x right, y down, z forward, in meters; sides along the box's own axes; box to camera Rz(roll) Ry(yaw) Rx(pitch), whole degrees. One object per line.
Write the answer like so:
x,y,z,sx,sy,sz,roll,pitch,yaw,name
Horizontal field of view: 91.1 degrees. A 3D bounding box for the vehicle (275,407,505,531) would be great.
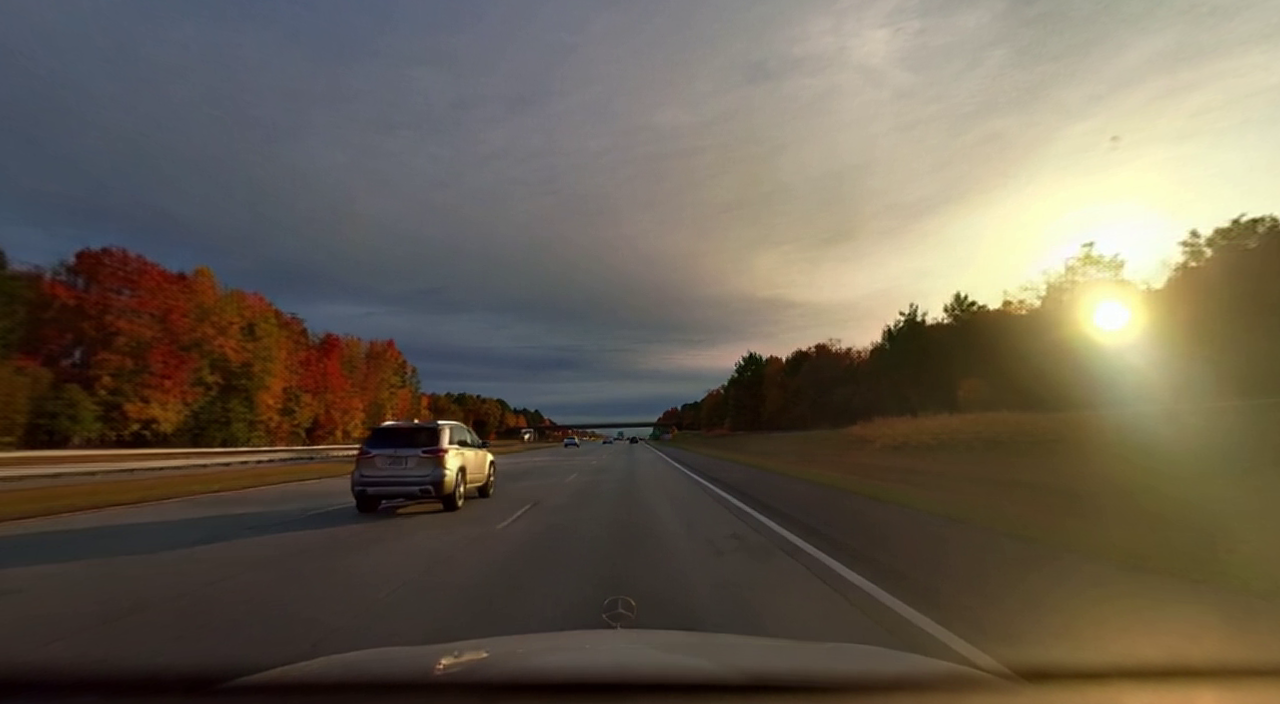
-3.891,1.895,10.861,2.057,1.666,4.552,0,-8,0,vehicle
